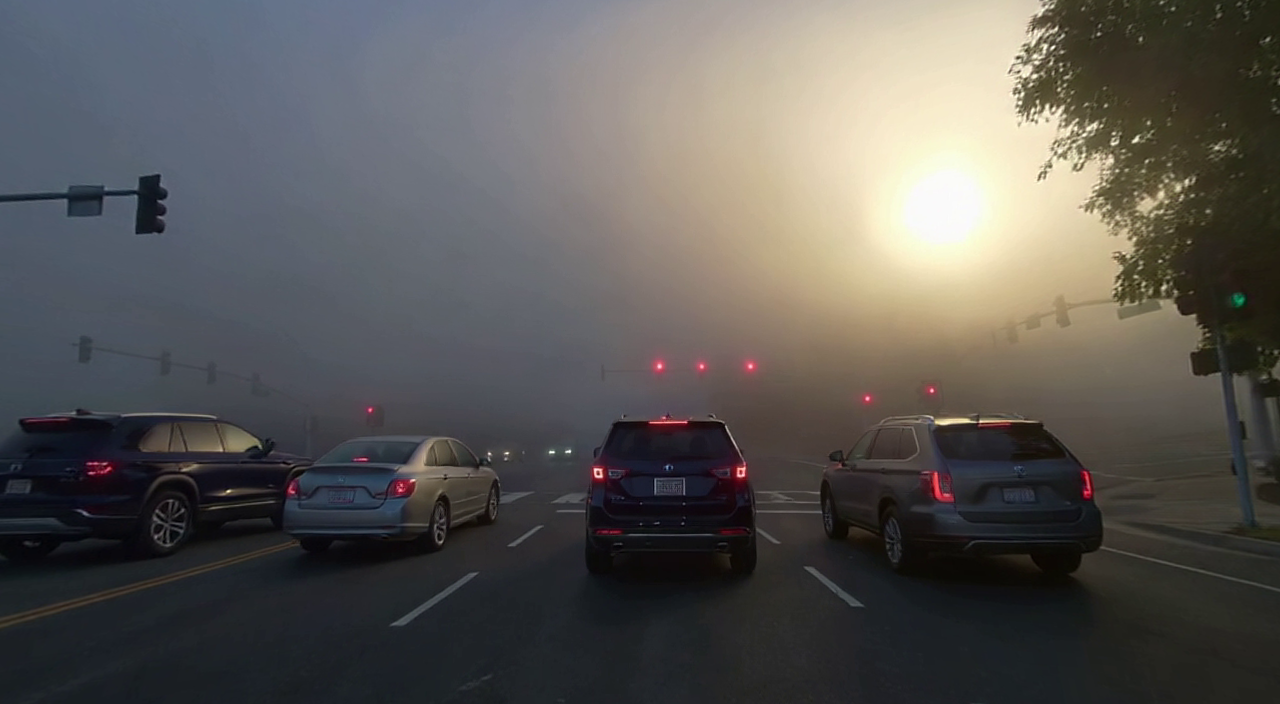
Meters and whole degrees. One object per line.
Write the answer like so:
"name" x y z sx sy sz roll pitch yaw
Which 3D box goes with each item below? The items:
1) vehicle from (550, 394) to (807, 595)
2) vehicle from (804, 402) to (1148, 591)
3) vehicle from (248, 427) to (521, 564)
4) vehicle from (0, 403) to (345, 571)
"vehicle" 0.403 1.530 7.580 2.198 1.708 4.170 0 -8 2
"vehicle" 3.538 1.599 7.830 2.047 1.638 4.395 -1 -8 4
"vehicle" -3.233 1.891 9.138 1.885 1.475 4.359 -1 -8 4
"vehicle" -6.639 1.818 9.304 2.075 1.796 4.785 0 -8 2
